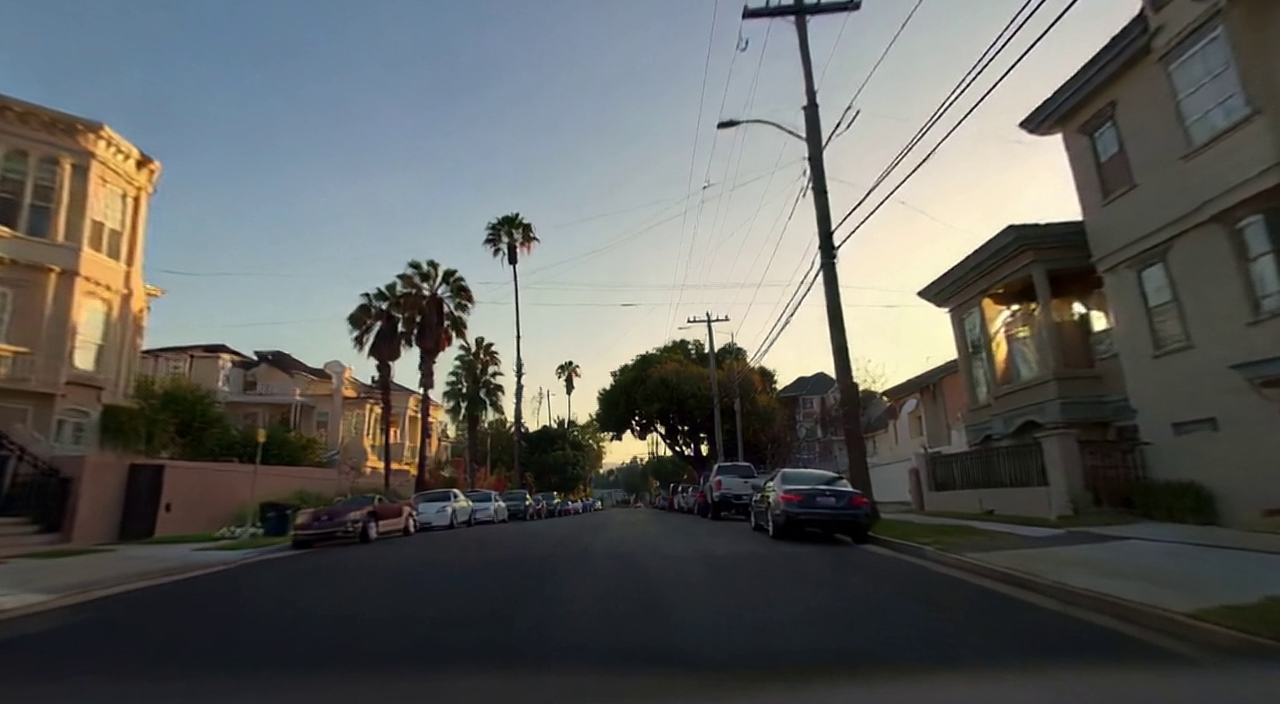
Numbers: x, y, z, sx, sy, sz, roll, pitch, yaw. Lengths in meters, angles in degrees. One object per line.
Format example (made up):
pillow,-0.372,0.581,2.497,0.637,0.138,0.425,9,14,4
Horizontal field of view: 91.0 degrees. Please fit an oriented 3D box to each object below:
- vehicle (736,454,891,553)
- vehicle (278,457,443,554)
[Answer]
vehicle,3.048,2.713,11.953,1.756,1.455,3.965,0,-8,-1
vehicle,-6.521,3.560,15.486,1.933,1.824,5.142,0,-8,-3
